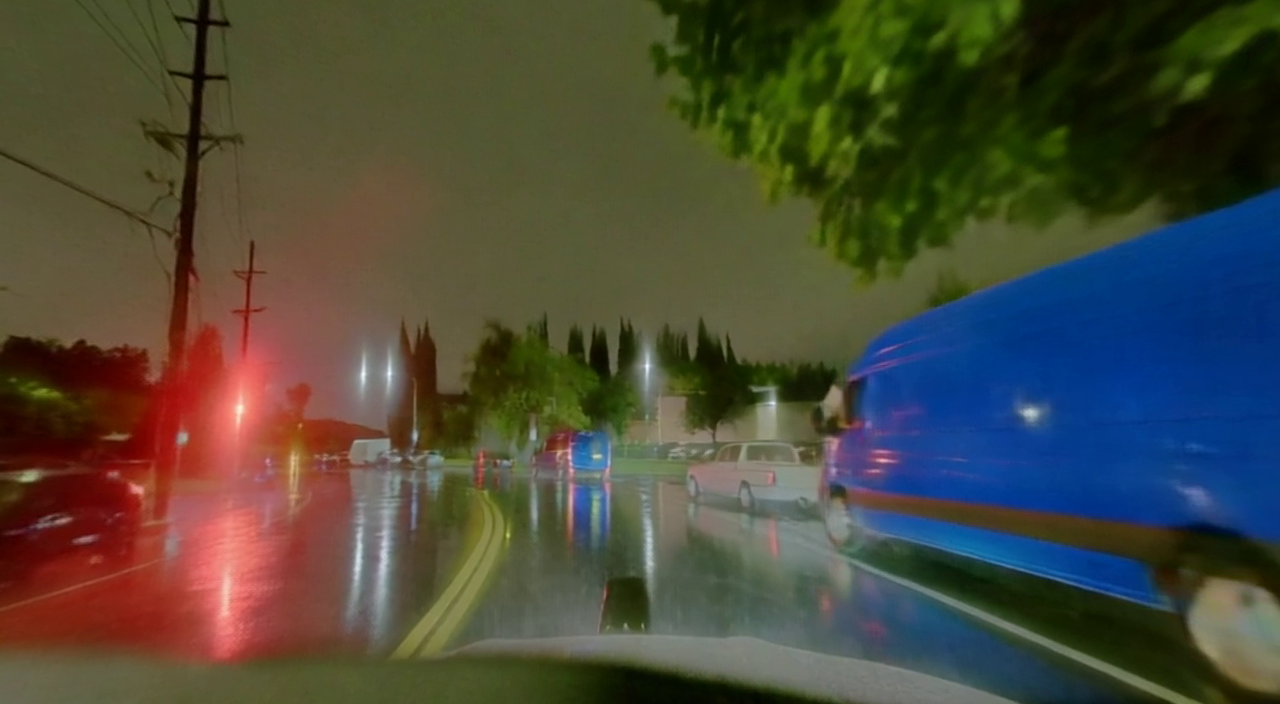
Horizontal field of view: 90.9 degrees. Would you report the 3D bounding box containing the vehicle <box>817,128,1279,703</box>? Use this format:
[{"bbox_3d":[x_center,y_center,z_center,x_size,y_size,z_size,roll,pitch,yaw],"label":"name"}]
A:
[{"bbox_3d":[3.960,0.643,5.120,2.406,2.689,6.916,0,-9,-5],"label":"vehicle"}]

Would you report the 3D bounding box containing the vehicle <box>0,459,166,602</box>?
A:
[{"bbox_3d":[-8.102,2.108,7.744,1.985,1.485,3.820,1,-9,-9],"label":"vehicle"}]

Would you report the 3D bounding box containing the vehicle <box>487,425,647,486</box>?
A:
[{"bbox_3d":[-3.790,4.670,28.630,3.041,2.164,10.370,3,-10,-32],"label":"vehicle"}]

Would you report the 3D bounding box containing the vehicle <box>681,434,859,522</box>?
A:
[{"bbox_3d":[2.411,2.498,13.143,1.961,1.456,4.569,1,-9,-11],"label":"vehicle"}]

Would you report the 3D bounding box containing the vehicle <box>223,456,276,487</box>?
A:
[{"bbox_3d":[-21.367,6.460,34.386,1.950,1.489,4.214,5,-10,-37],"label":"vehicle"}]

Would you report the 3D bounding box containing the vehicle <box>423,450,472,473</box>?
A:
[{"bbox_3d":[-12.977,7.328,42.327,1.804,1.453,4.462,6,-10,-35],"label":"vehicle"}]

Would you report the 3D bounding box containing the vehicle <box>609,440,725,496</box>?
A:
[{"bbox_3d":[0.653,3.473,19.308,1.957,1.479,4.554,3,-9,-20],"label":"vehicle"}]
